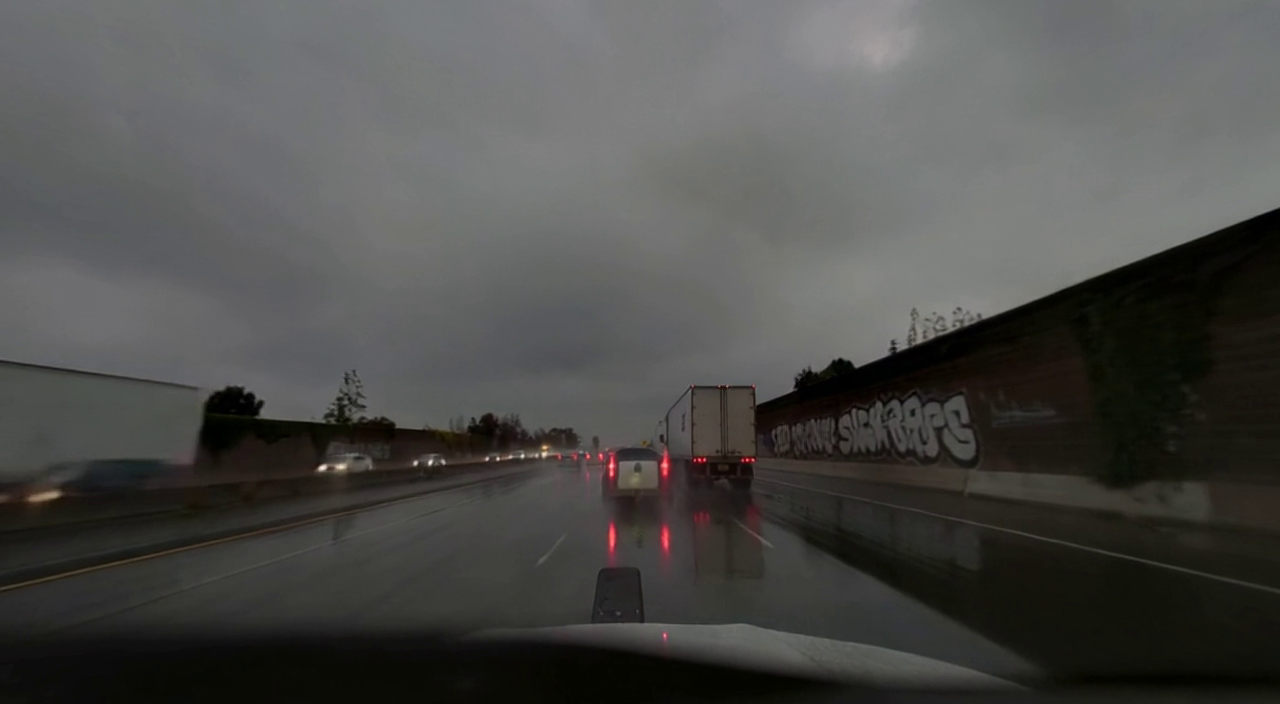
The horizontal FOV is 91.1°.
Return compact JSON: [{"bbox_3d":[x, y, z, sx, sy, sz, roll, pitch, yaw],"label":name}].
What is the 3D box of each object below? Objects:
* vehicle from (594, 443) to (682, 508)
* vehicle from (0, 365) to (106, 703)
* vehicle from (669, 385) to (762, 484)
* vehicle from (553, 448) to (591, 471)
[{"bbox_3d":[-0.098,3.154,16.514,2.033,1.468,4.015,0,-9,-1],"label":"vehicle"},{"bbox_3d":[-4.283,0.686,1.434,1.988,1.750,4.711,0,-9,-1],"label":"vehicle"},{"bbox_3d":[3.453,4.467,33.194,2.902,4.014,14.446,0,-9,-1],"label":"vehicle"},{"bbox_3d":[-4.560,7.296,42.967,2.067,1.481,4.085,-1,-9,1],"label":"vehicle"}]
